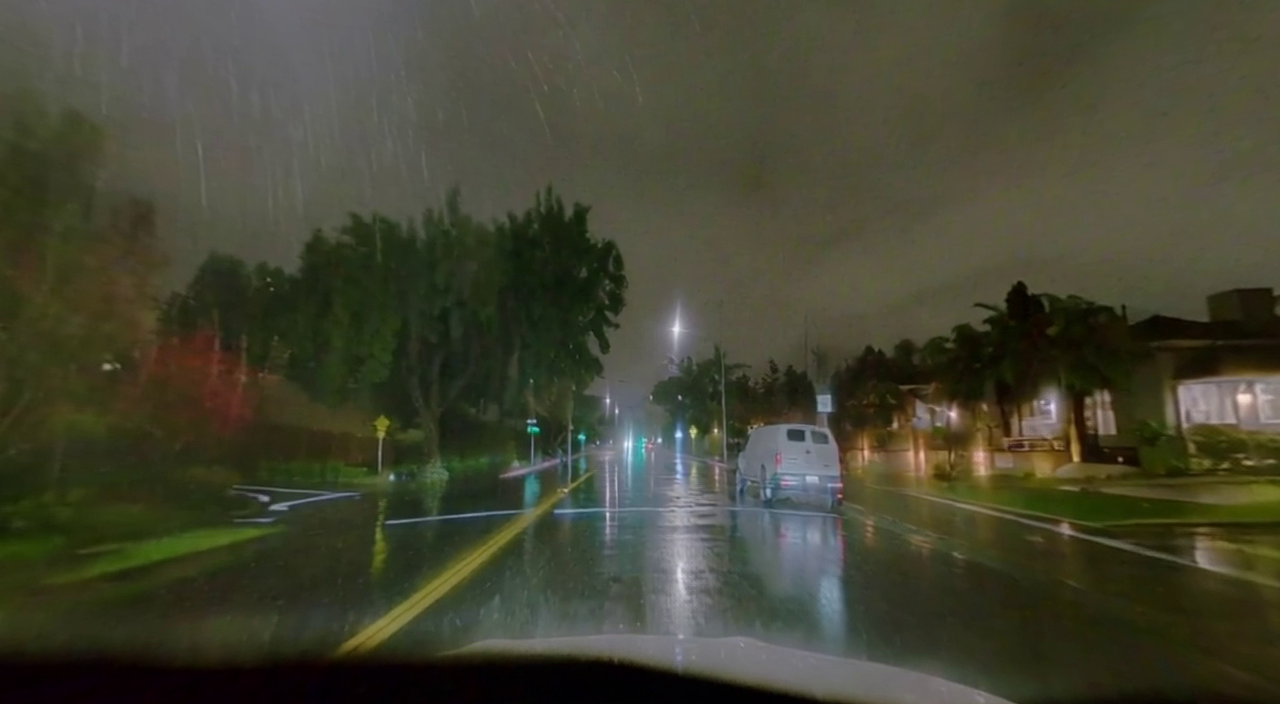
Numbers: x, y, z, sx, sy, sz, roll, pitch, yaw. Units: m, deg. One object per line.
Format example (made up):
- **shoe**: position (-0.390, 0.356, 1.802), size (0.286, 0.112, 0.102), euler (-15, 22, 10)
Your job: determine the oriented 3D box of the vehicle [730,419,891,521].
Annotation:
- **vehicle**: position (3.221, 2.336, 13.010), size (2.086, 1.726, 4.384), euler (0, -8, 0)
